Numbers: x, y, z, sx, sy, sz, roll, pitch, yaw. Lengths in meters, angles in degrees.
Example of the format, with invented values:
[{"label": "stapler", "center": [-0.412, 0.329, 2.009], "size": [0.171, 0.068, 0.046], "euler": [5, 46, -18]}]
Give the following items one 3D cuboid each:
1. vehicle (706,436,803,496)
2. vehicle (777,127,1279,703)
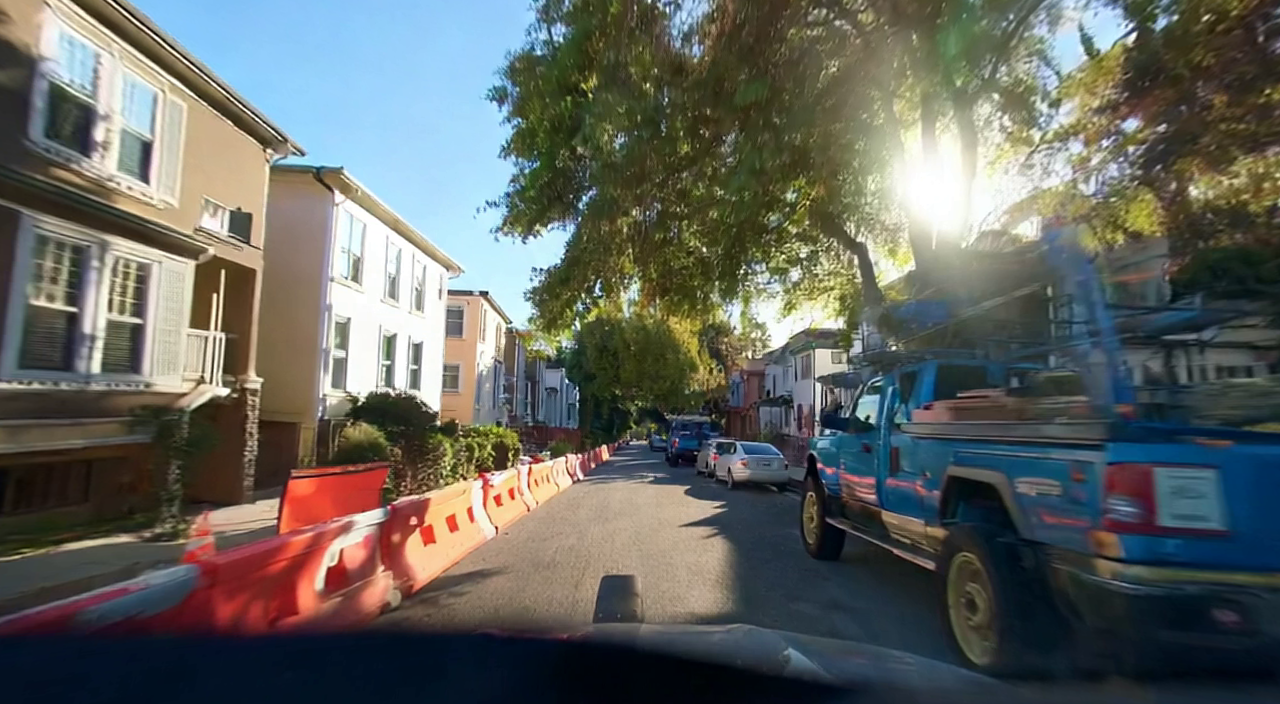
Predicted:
[{"label": "vehicle", "center": [3.008, 3.047, 17.439], "size": [1.805, 1.436, 4.201], "euler": [0, -8, -2]}, {"label": "vehicle", "center": [3.145, 0.820, 5.297], "size": [2.483, 2.644, 5.972], "euler": [0, -8, -1]}]
